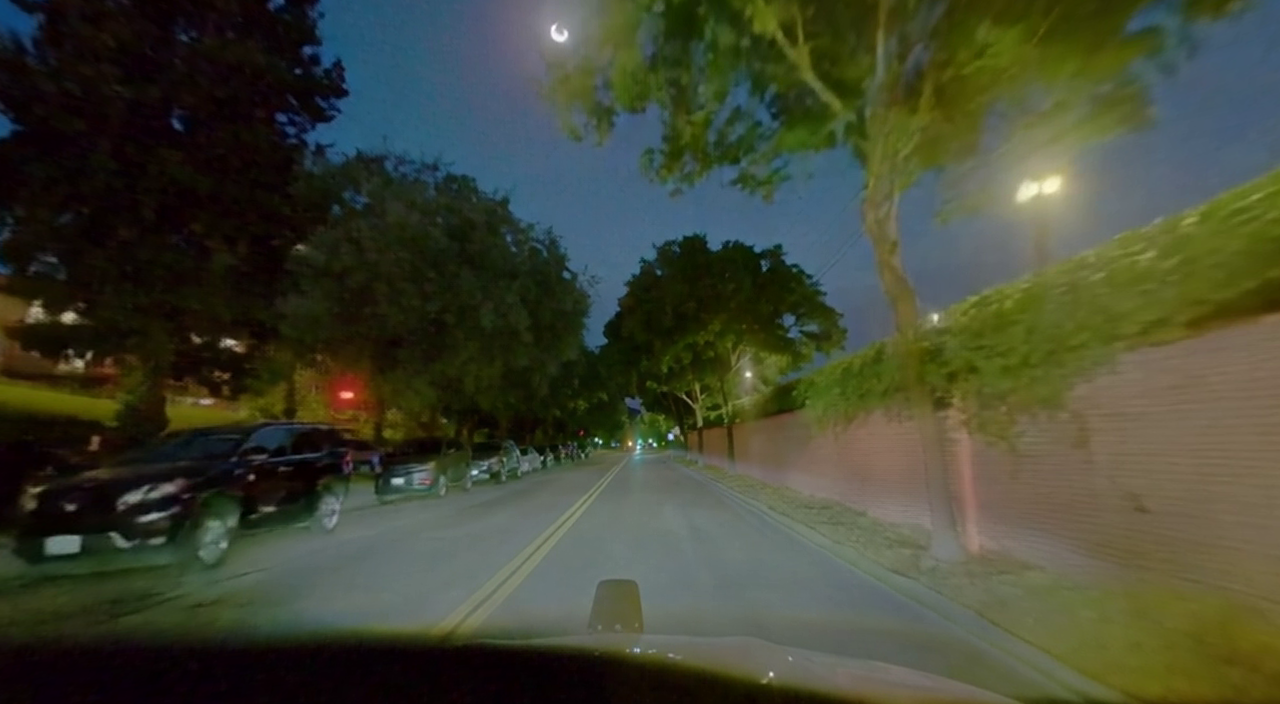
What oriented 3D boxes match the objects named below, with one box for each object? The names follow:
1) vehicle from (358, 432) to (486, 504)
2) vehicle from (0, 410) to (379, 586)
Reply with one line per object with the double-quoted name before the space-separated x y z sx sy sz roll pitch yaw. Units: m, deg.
"vehicle" -6.290 3.362 18.959 2.009 1.820 4.821 1 -8 1
"vehicle" -6.177 1.914 9.527 2.109 1.847 5.553 0 -8 0
